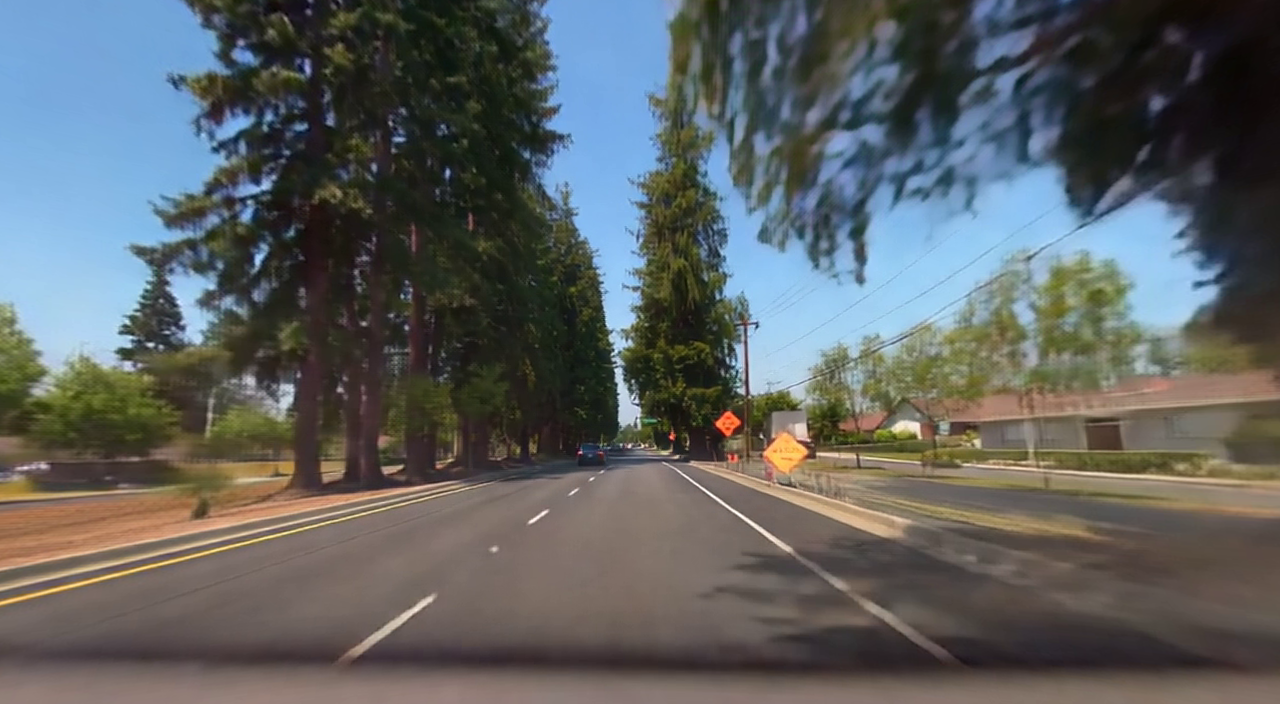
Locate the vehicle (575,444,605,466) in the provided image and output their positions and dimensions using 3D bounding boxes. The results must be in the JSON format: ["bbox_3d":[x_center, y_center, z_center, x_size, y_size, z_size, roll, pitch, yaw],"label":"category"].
[{"bbox_3d":[-3.828,7.971,49.149,1.992,1.608,3.868,0,-9,1],"label":"vehicle"}]
